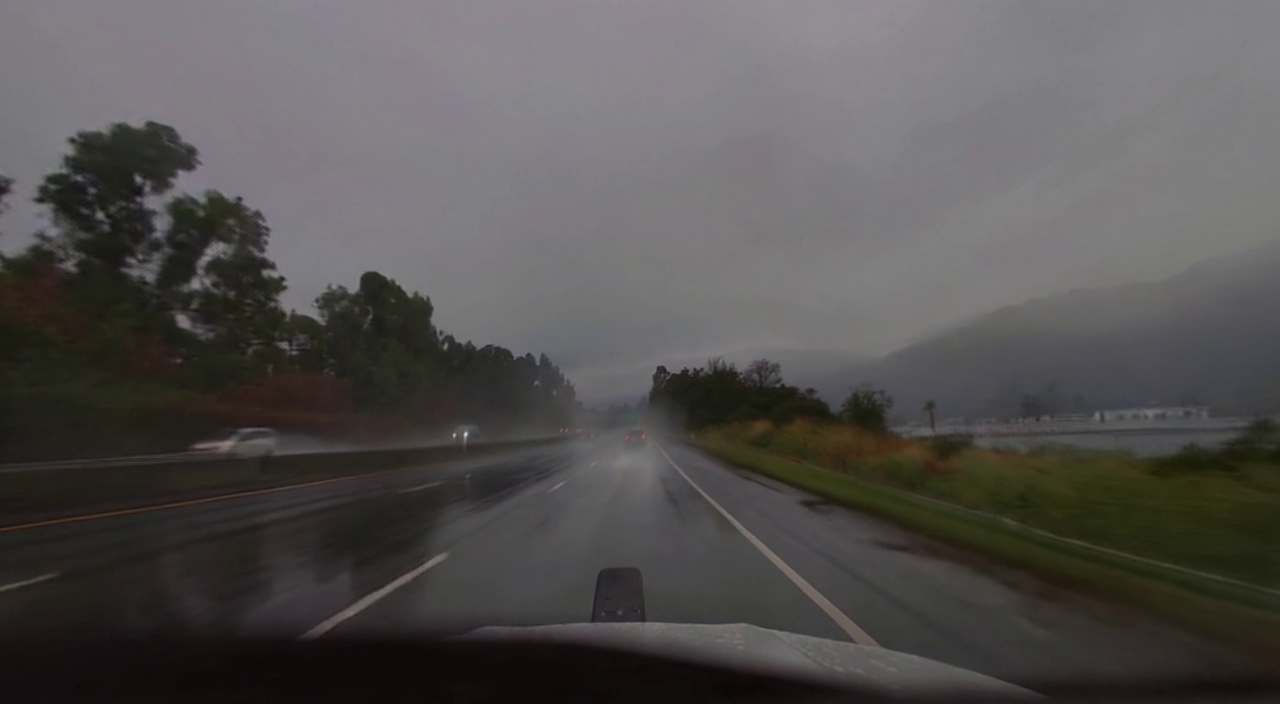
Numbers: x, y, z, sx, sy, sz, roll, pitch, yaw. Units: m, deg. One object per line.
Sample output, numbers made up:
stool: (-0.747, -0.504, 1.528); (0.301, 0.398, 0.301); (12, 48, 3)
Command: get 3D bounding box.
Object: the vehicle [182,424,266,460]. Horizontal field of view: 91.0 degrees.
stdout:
vehicle: (-32.551, 7.093, 49.581); (2.376, 2.674, 5.878); (0, -8, 2)
